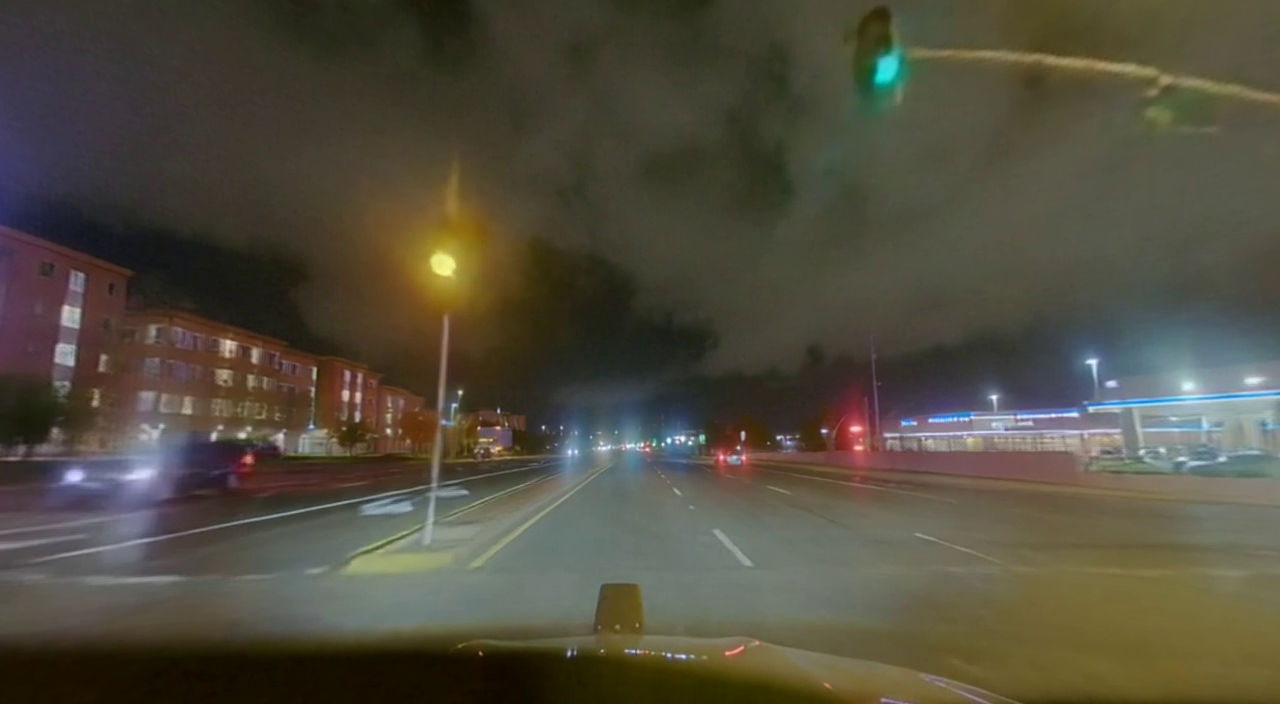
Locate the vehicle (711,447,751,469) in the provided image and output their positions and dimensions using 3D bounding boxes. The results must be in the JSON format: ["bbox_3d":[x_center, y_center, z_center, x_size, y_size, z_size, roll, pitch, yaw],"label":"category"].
[{"bbox_3d":[6.180,7.265,43.504,1.916,1.437,4.327,1,-9,-2],"label":"vehicle"}]

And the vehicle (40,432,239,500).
[{"bbox_3d":[-14.956,3.424,19.395,2.036,1.787,4.985,0,-9,-1],"label":"vehicle"}]

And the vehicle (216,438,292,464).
[{"bbox_3d":[-29.851,7.706,49.135,2.207,1.863,5.860,0,-9,0],"label":"vehicle"}]
